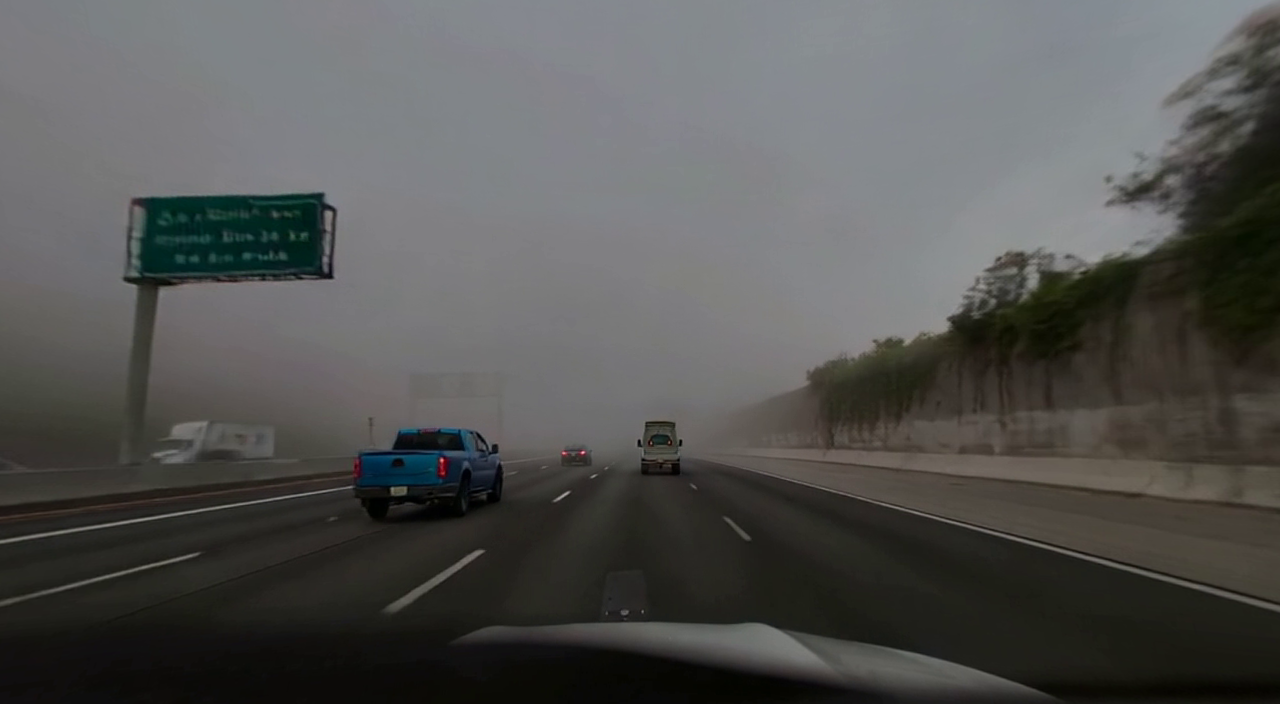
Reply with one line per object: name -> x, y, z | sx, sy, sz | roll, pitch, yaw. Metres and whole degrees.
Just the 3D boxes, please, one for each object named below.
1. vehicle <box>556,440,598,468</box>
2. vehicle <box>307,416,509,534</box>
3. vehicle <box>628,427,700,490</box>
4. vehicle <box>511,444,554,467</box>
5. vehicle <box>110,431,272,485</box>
vehicle -> -3.787, 6.230, 38.556 | 1.961, 1.591, 4.756 | 0, -9, 1
vehicle -> -4.132, 2.289, 12.385 | 1.954, 1.792, 5.187 | 0, -9, 0
vehicle -> 0.700, 3.442, 20.714 | 2.083, 1.792, 4.782 | 0, -9, 0
vehicle -> -7.394, 7.174, 43.937 | 2.081, 1.463, 4.749 | 0, -9, 1
vehicle -> -16.159, 3.842, 23.129 | 2.058, 1.758, 4.937 | -1, -9, 3
